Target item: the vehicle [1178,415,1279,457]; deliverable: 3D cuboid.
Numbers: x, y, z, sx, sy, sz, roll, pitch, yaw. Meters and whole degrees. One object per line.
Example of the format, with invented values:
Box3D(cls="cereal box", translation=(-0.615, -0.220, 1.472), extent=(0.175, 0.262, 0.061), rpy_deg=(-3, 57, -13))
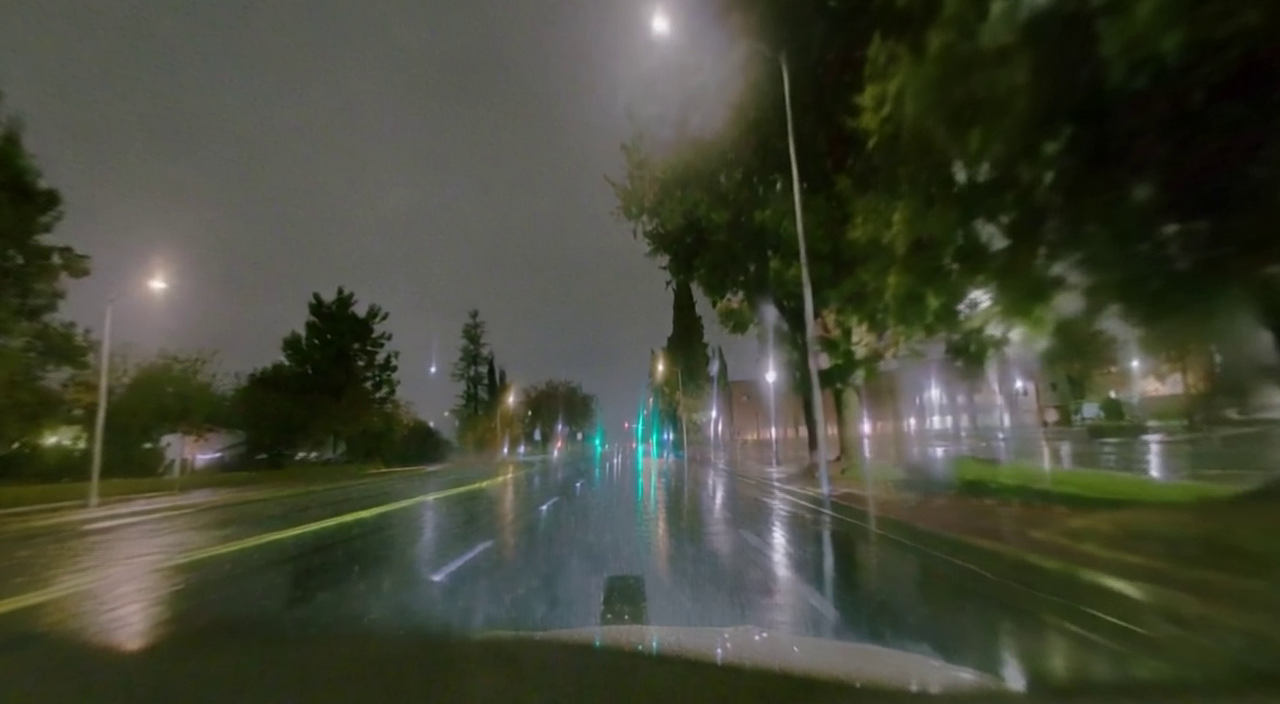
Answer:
Box3D(cls="vehicle", translation=(21.883, 2.944, 22.053), extent=(4.271, 1.424, 1.941), rpy_deg=(0, -8, 1))
